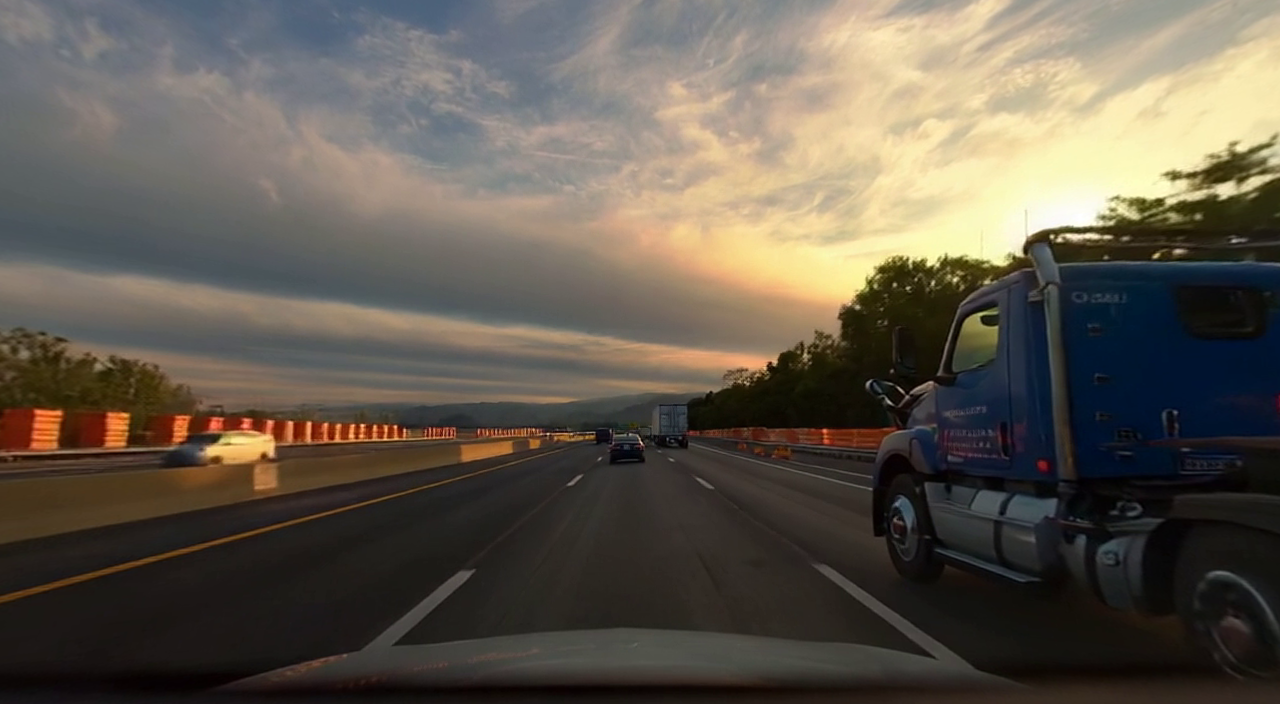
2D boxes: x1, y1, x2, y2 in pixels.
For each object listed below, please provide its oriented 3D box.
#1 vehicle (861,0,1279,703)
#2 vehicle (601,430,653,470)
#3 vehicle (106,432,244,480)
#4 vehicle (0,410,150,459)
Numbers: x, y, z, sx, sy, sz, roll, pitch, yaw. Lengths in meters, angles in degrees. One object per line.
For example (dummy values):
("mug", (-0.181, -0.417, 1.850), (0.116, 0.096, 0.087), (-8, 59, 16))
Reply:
("vehicle", (3.698, -0.283, 0.448), (2.919, 3.634, 10.888), (0, -8, -1))
("vehicle", (-0.504, 3.860, 25.095), (1.929, 1.469, 3.677), (0, -8, -1))
("vehicle", (-15.483, 3.449, 21.261), (1.777, 1.458, 3.797), (0, -8, 0))
("vehicle", (-39.873, 5.819, 44.351), (2.756, 3.070, 9.918), (0, -8, 0))
